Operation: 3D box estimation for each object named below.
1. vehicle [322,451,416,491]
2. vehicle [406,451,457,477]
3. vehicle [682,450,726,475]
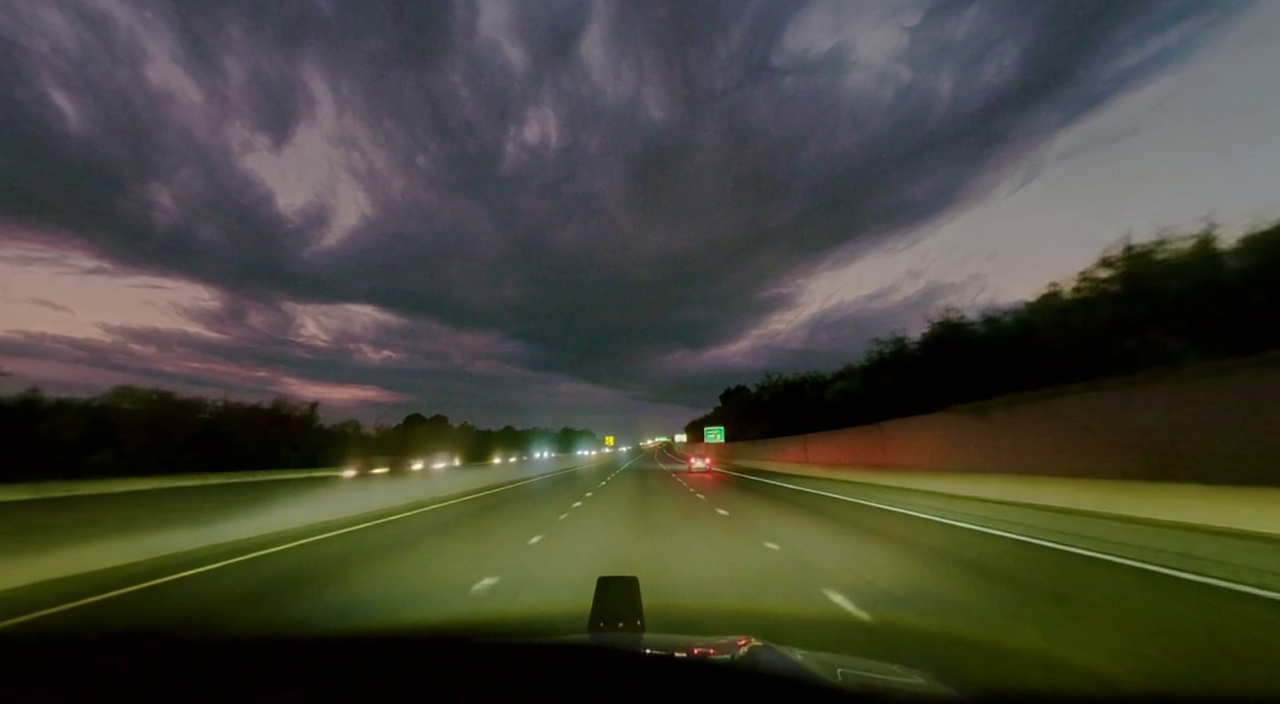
[{"bbox_3d":[-11.339,4.984,26.789,1.879,1.511,4.778,0,-9,0],"label":"vehicle"},{"bbox_3d":[-14.285,7.654,43.383,1.988,1.638,4.260,0,-9,0],"label":"vehicle"},{"bbox_3d":[3.690,6.474,37.110,2.065,1.400,4.028,0,-9,-1],"label":"vehicle"}]
